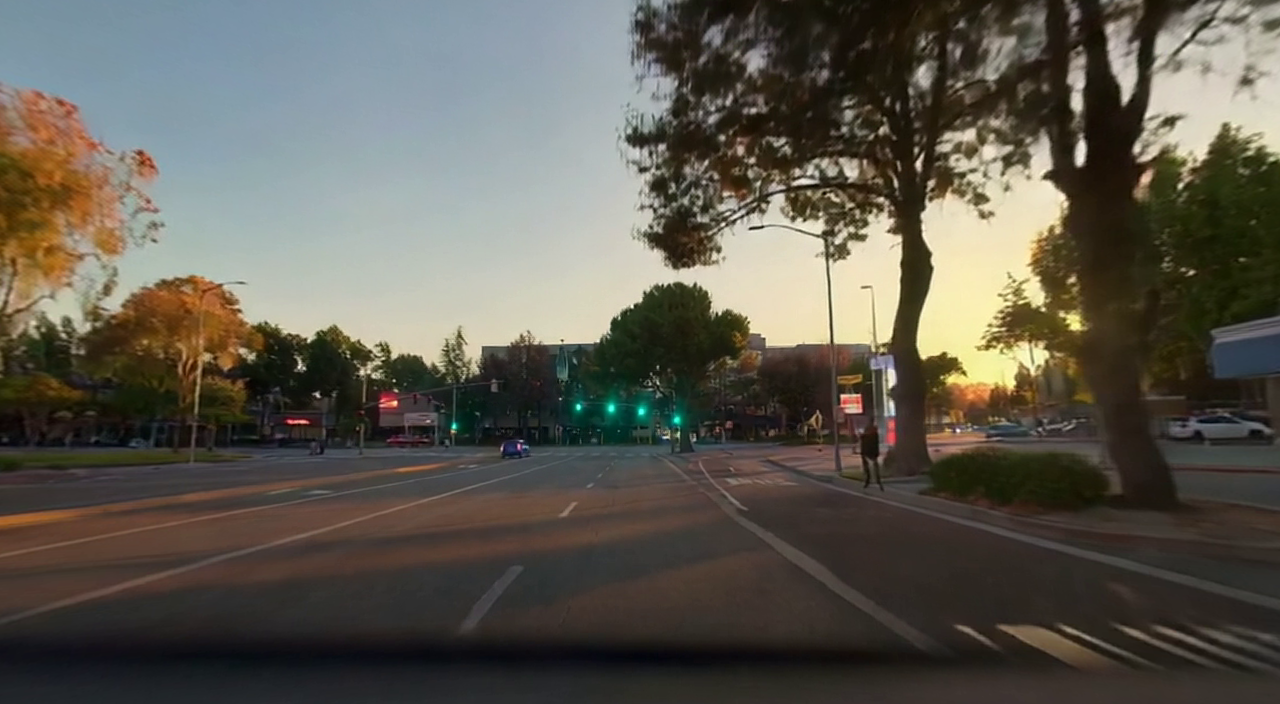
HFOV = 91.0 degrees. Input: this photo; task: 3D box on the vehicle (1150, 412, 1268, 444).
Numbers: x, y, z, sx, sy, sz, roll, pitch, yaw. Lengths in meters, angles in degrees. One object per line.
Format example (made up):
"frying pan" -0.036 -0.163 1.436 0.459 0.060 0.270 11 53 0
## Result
"vehicle" 32.474 4.374 36.025 4.763 1.725 2.082 0 -9 -3
